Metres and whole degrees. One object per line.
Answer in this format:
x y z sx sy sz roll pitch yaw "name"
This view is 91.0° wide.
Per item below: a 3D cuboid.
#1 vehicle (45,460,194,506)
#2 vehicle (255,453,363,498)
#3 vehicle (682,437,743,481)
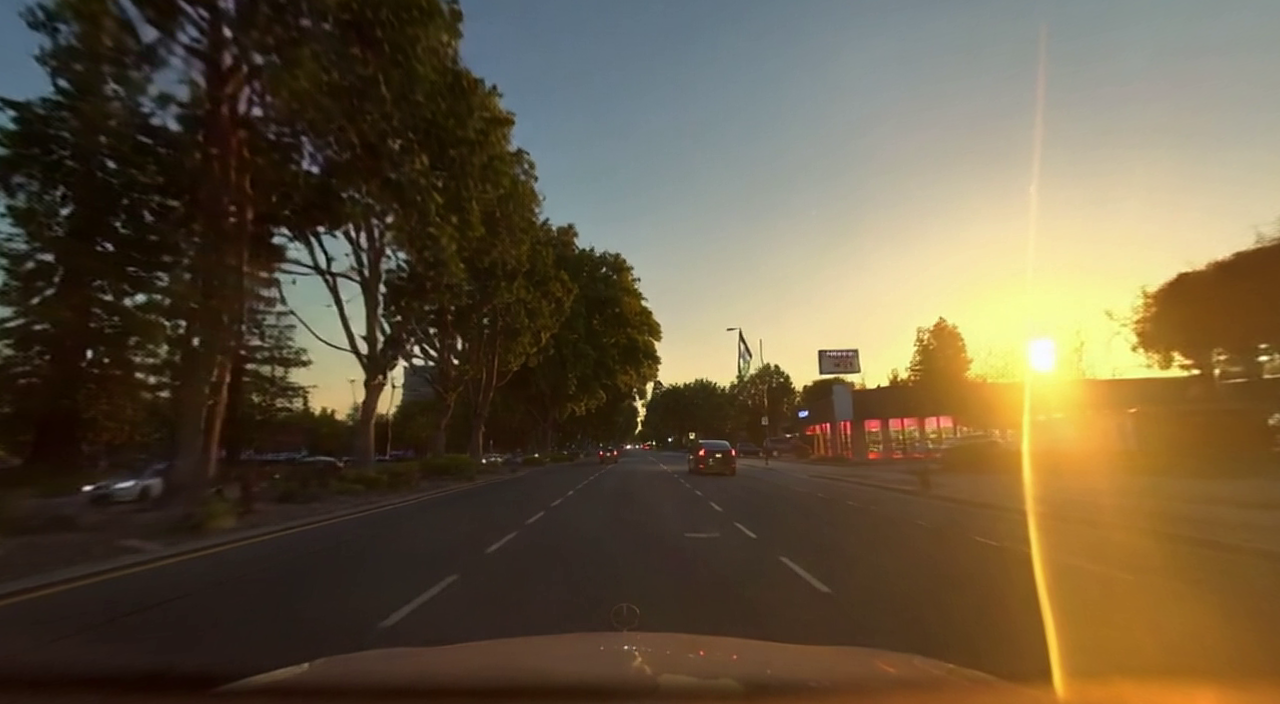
-19.797 4.972 24.261 1.881 1.497 4.488 0 -8 0 "vehicle"
-12.746 4.740 24.559 1.921 1.520 4.231 0 -8 -1 "vehicle"
3.093 4.663 27.696 2.083 1.743 4.354 0 -8 -1 "vehicle"
